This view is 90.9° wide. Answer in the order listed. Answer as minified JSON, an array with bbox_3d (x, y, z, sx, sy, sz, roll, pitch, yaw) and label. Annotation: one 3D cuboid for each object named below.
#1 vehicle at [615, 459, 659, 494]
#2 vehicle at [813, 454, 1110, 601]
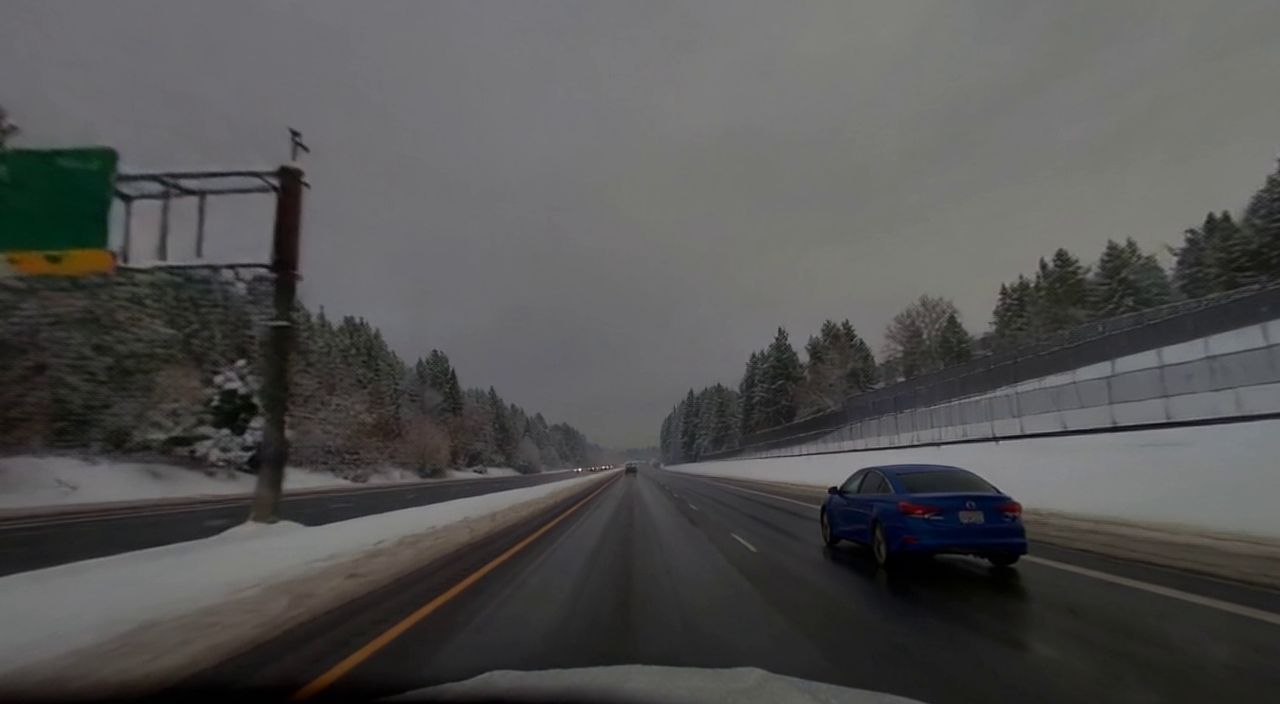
[{"bbox_3d":[-0.138,6.205,31.517,2.037,1.605,3.833,1,-11,0],"label":"vehicle"},{"bbox_3d":[3.967,2.239,8.744,1.938,1.494,4.032,1,-11,-1],"label":"vehicle"}]
